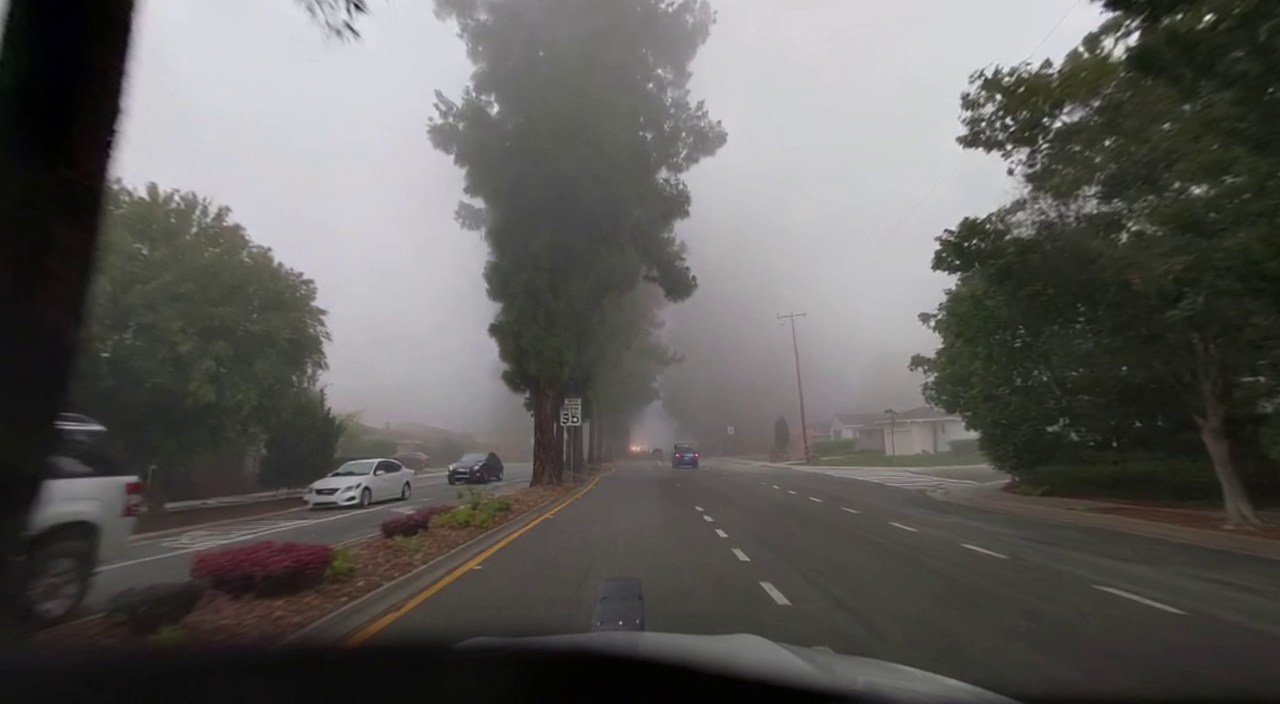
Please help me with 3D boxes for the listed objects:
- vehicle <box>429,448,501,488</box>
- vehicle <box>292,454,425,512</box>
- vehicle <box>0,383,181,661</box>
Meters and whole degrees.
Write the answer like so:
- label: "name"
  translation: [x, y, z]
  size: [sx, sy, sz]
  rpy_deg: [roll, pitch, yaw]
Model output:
- label: "vehicle"
  translation: [-8.269, 5.496, 30.283]
  size: [2.054, 1.746, 4.507]
  rpy_deg: [0, -9, 1]
- label: "vehicle"
  translation: [-8.316, 3.875, 19.181]
  size: [1.939, 1.469, 4.465]
  rpy_deg: [0, -9, 1]
- label: "vehicle"
  translation: [-5.274, 1.001, 3.359]
  size: [2.084, 1.816, 4.672]
  rpy_deg: [0, -9, 0]
